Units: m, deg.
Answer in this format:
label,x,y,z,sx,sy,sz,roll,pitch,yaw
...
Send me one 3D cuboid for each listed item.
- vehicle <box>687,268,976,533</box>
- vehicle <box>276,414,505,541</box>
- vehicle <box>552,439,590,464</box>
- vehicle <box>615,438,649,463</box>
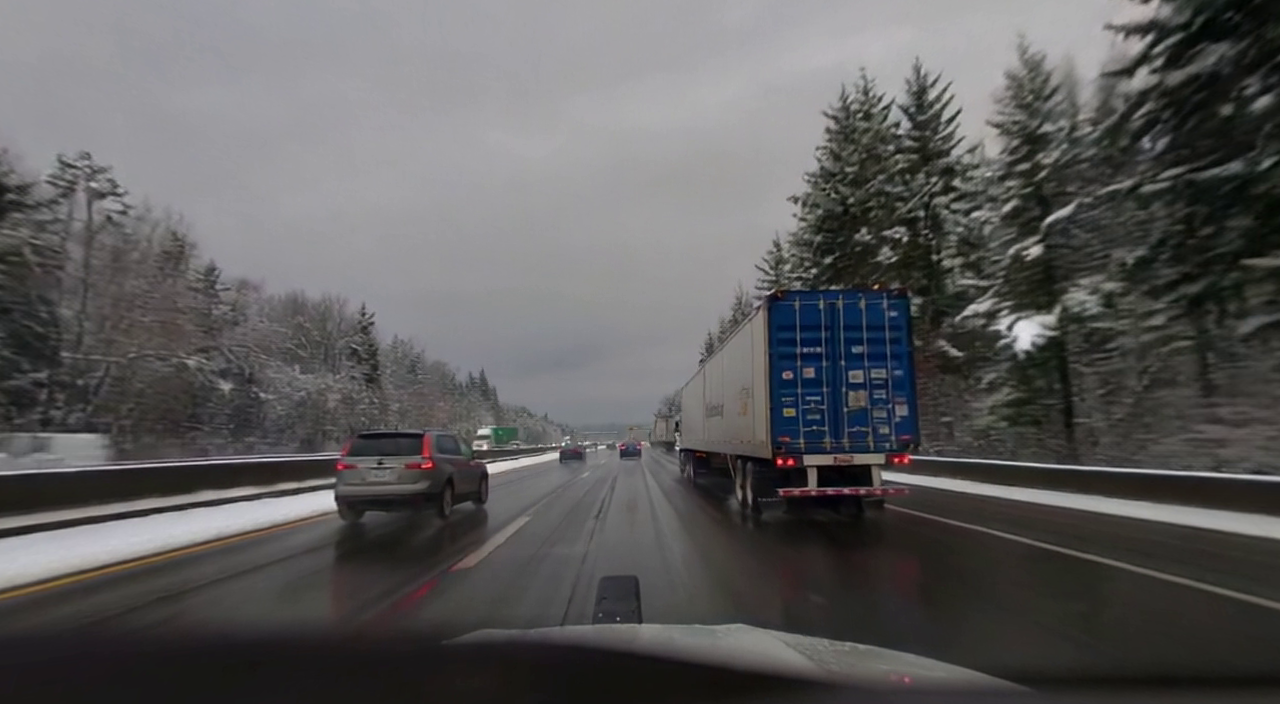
label,x,y,z,sx,sy,sz,roll,pitch,yaw
vehicle,3.424,1.664,16.855,2.959,4.058,14.485,0,-8,-1
vehicle,-3.831,1.983,10.690,2.054,1.671,4.445,0,-8,0
vehicle,-4.391,6.365,40.489,2.021,1.514,4.190,0,-8,0
vehicle,-0.536,6.460,41.517,2.088,1.567,4.240,0,-8,-1
